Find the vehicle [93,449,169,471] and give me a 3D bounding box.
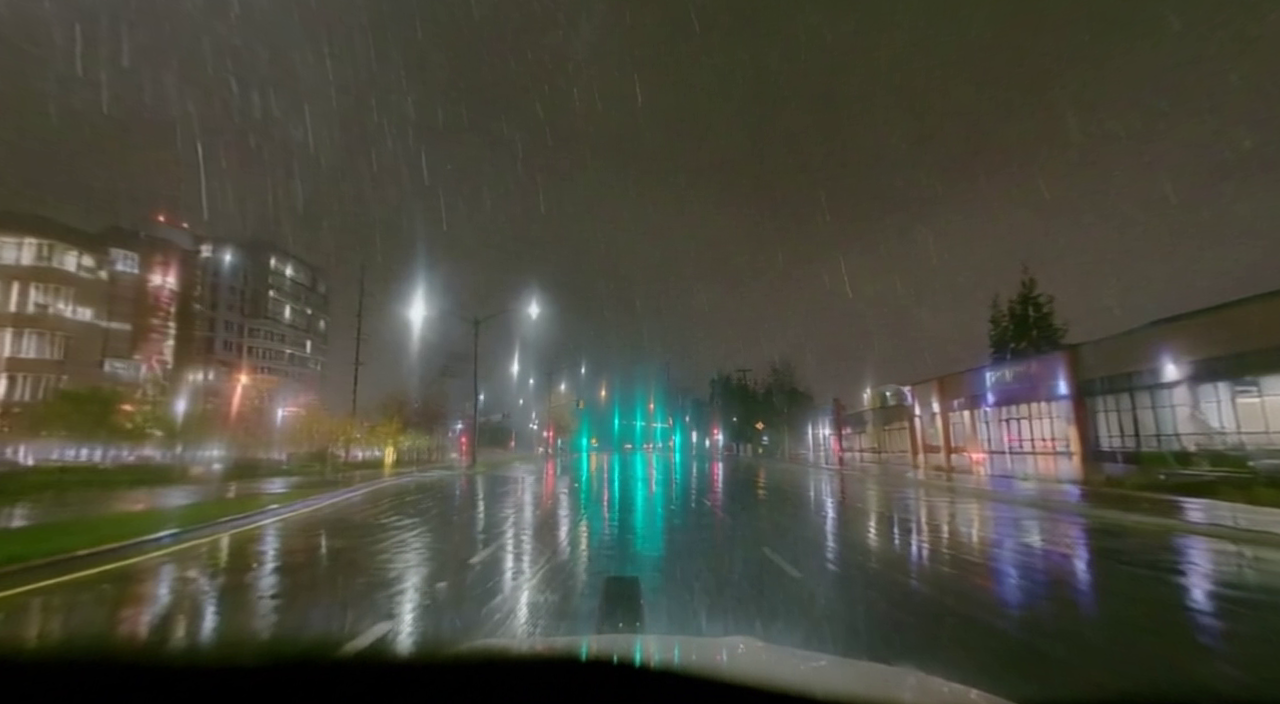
[{"bbox_3d":[-34.499,7.325,42.866,3.557,1.432,1.774,0,-8,0],"label":"vehicle"}]
